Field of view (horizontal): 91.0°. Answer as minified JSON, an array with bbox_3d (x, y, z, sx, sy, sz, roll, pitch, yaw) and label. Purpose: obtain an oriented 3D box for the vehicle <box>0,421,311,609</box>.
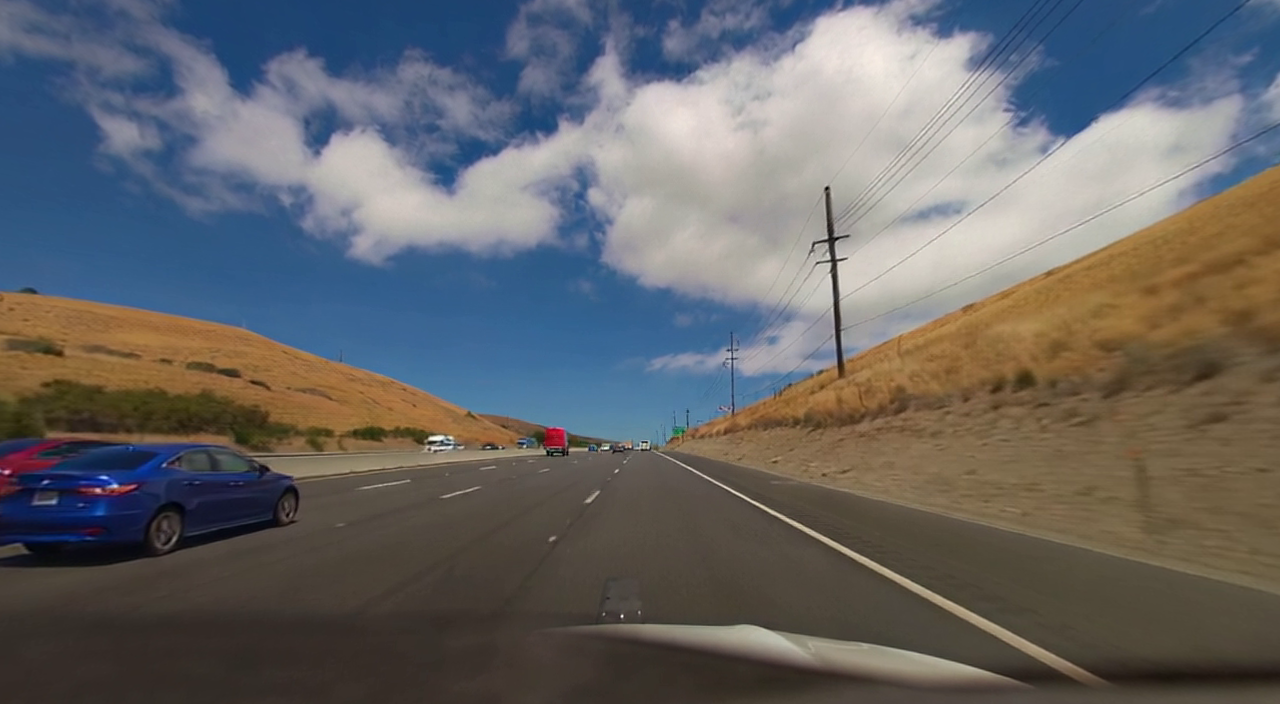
[{"bbox_3d":[-5.982,1.606,7.149,1.955,1.469,4.554,0,-8,1],"label":"vehicle"}]
